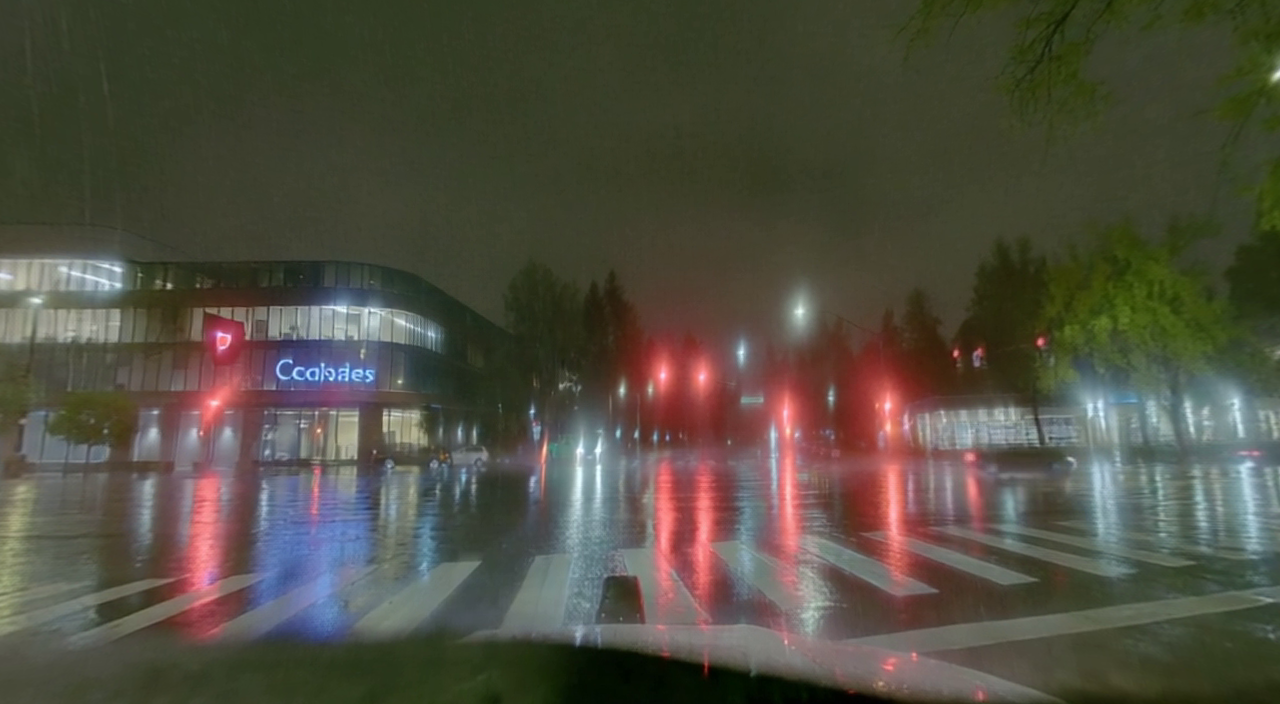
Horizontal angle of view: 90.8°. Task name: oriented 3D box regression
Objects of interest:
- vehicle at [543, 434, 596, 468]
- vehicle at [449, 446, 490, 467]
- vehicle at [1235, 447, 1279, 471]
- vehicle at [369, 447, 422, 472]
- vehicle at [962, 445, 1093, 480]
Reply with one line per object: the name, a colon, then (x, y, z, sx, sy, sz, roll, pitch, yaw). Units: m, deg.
vehicle: (-4.395, 6.060, 38.778, 2.289, 1.927, 5.667, 2, -9, -16)
vehicle: (-12.627, 7.766, 47.096, 1.946, 1.474, 4.008, 0, -9, 0)
vehicle: (40.668, 6.812, 40.467, 4.522, 1.460, 2.097, 4, -9, -26)
vehicle: (-16.250, 7.134, 42.239, 1.883, 1.586, 4.297, 0, -9, -1)
vehicle: (17.352, 4.955, 28.416, 4.658, 1.478, 1.946, 1, -9, -6)
